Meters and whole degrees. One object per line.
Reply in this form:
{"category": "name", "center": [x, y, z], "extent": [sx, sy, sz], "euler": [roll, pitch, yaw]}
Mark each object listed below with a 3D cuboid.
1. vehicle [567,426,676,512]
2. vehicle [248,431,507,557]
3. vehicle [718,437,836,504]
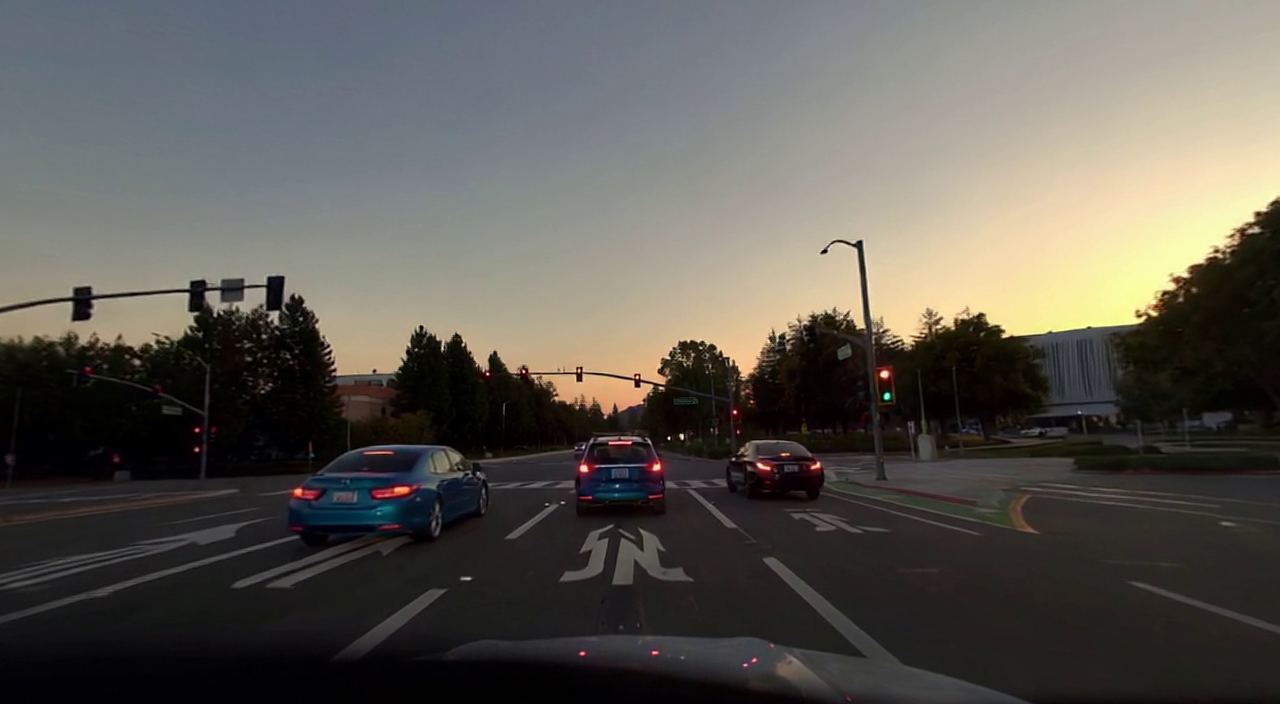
{"category": "vehicle", "center": [-0.351, 2.490, 13.840], "extent": [2.038, 1.599, 3.844], "euler": [0, -8, 0]}
{"category": "vehicle", "center": [-3.581, 2.018, 9.763], "extent": [2.052, 1.472, 4.479], "euler": [0, -8, 0]}
{"category": "vehicle", "center": [3.280, 2.928, 16.123], "extent": [1.970, 1.449, 4.433], "euler": [0, -8, -1]}
